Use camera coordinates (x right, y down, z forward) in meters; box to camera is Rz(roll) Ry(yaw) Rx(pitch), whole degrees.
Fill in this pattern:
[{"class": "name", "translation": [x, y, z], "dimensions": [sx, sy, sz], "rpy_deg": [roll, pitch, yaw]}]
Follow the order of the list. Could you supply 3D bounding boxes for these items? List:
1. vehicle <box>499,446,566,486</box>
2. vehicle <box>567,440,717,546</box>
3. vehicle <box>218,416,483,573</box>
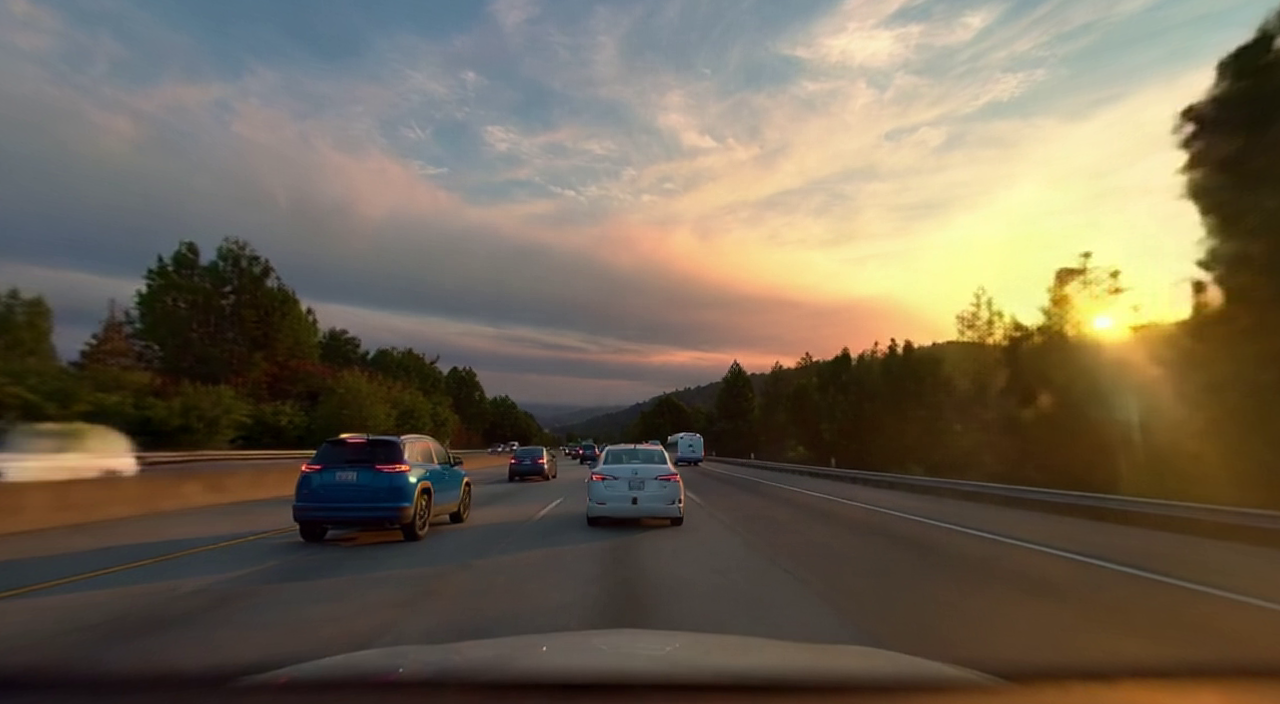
[{"class": "vehicle", "translation": [-4.392, 4.713, 26.323], "dimensions": [2.122, 1.491, 3.800], "rpy_deg": [0, -9, -1]}, {"class": "vehicle", "translation": [-0.029, 2.325, 11.075], "dimensions": [2.120, 1.478, 4.179], "rpy_deg": [0, -9, -2]}, {"class": "vehicle", "translation": [-3.705, 1.888, 9.054], "dimensions": [1.830, 1.703, 4.142], "rpy_deg": [0, -9, 0]}]
